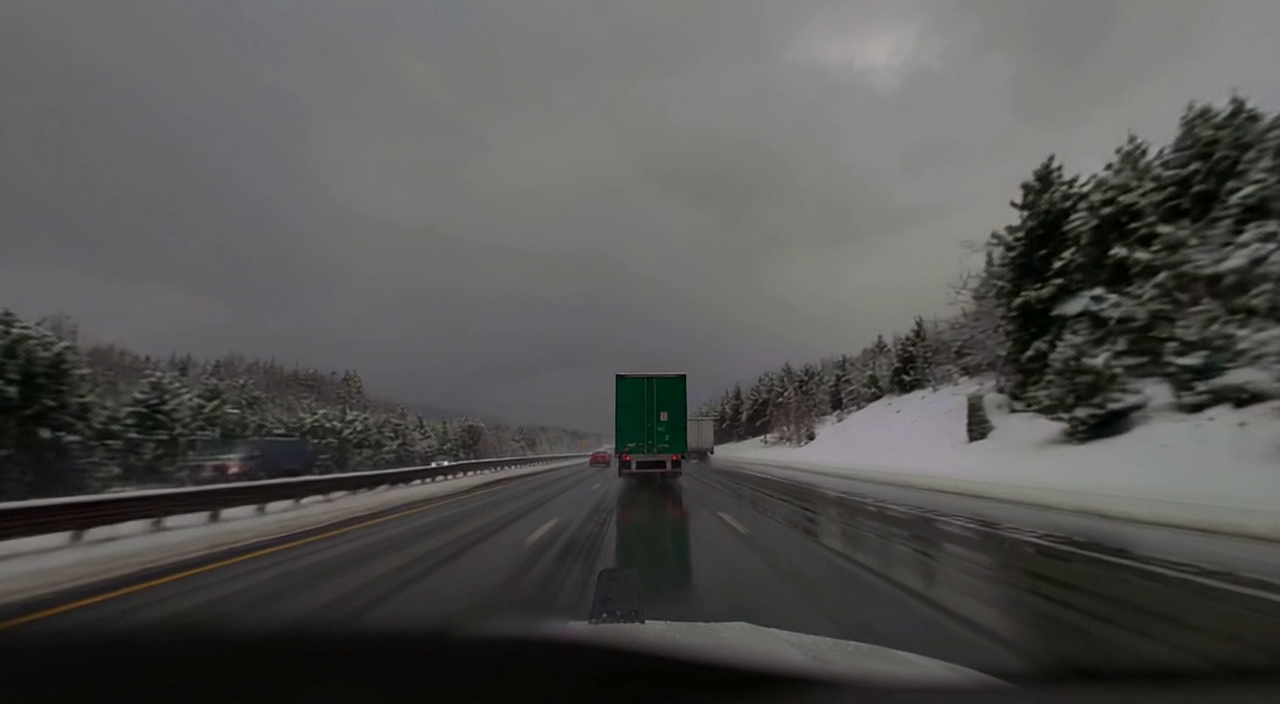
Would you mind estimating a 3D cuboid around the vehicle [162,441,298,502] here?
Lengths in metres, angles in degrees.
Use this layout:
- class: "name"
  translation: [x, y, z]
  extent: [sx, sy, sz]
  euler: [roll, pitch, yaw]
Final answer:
- class: "vehicle"
  translation: [-18.772, 5.447, 29.362]
  extent: [2.296, 2.503, 5.755]
  euler: [0, -9, 1]

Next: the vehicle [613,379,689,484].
- class: "vehicle"
  translation: [0.463, 3.942, 30.155]
  extent: [2.932, 4.042, 11.054]
  euler: [0, -9, 0]
